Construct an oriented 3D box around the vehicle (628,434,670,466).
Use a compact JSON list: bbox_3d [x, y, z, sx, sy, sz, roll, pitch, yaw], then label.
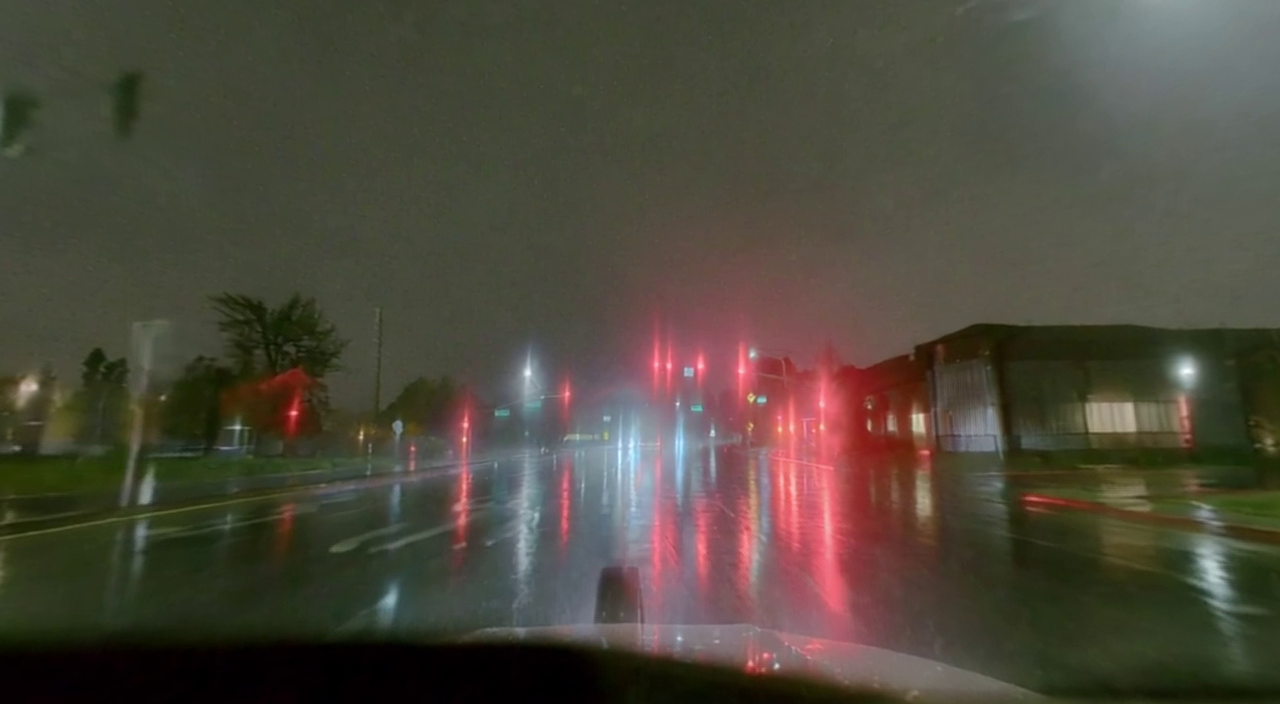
[{"bbox_3d":[0.545,5.236,33.970,2.037,1.568,3.693,0,-8,4],"label":"vehicle"}]
